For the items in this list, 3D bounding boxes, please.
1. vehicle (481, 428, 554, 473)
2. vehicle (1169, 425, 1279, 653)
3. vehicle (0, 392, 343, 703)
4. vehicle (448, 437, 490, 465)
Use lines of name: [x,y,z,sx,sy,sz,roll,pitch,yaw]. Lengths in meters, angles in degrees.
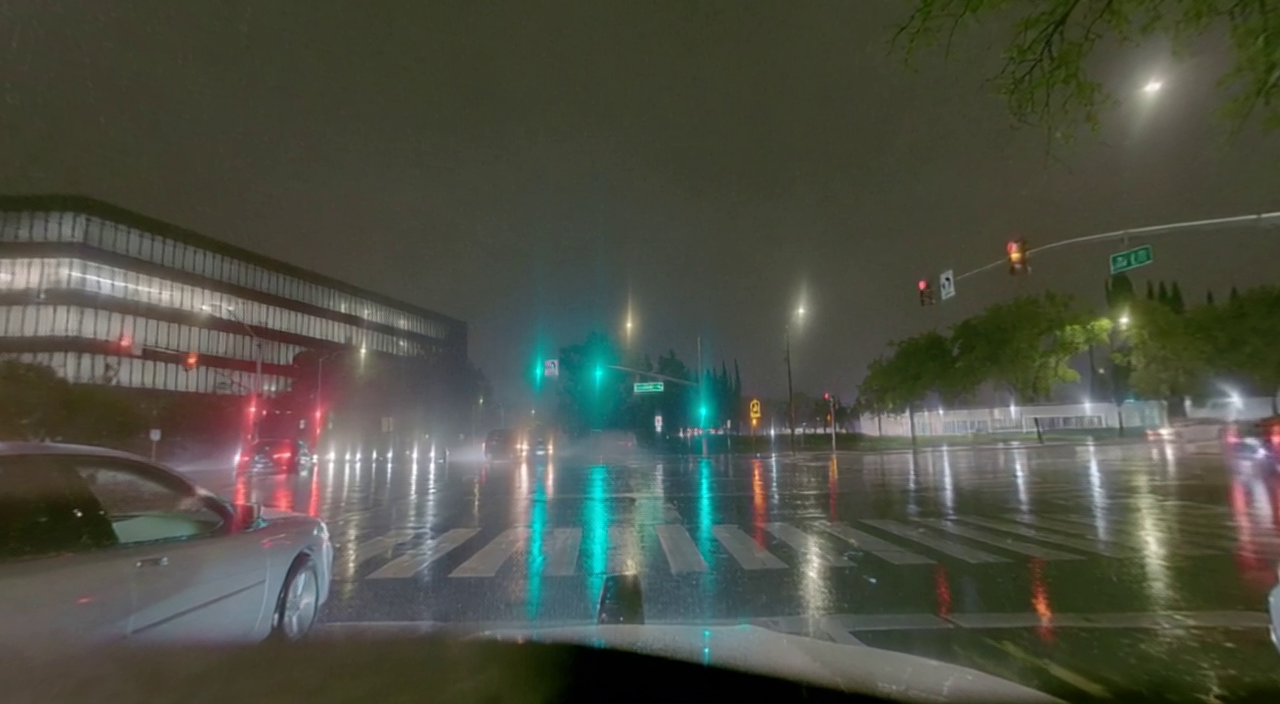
vehicle: [-5.759,4.514,29.225,2.109,1.871,4.778,4,-9,-25]
vehicle: [4.949,0.983,2.563,1.949,1.449,4.530,-1,-8,5]
vehicle: [-3.070,0.892,2.149,1.919,1.478,4.720,0,-8,-1]
vehicle: [-12.792,7.420,47.536,2.051,1.715,4.346,-3,-6,-2]
